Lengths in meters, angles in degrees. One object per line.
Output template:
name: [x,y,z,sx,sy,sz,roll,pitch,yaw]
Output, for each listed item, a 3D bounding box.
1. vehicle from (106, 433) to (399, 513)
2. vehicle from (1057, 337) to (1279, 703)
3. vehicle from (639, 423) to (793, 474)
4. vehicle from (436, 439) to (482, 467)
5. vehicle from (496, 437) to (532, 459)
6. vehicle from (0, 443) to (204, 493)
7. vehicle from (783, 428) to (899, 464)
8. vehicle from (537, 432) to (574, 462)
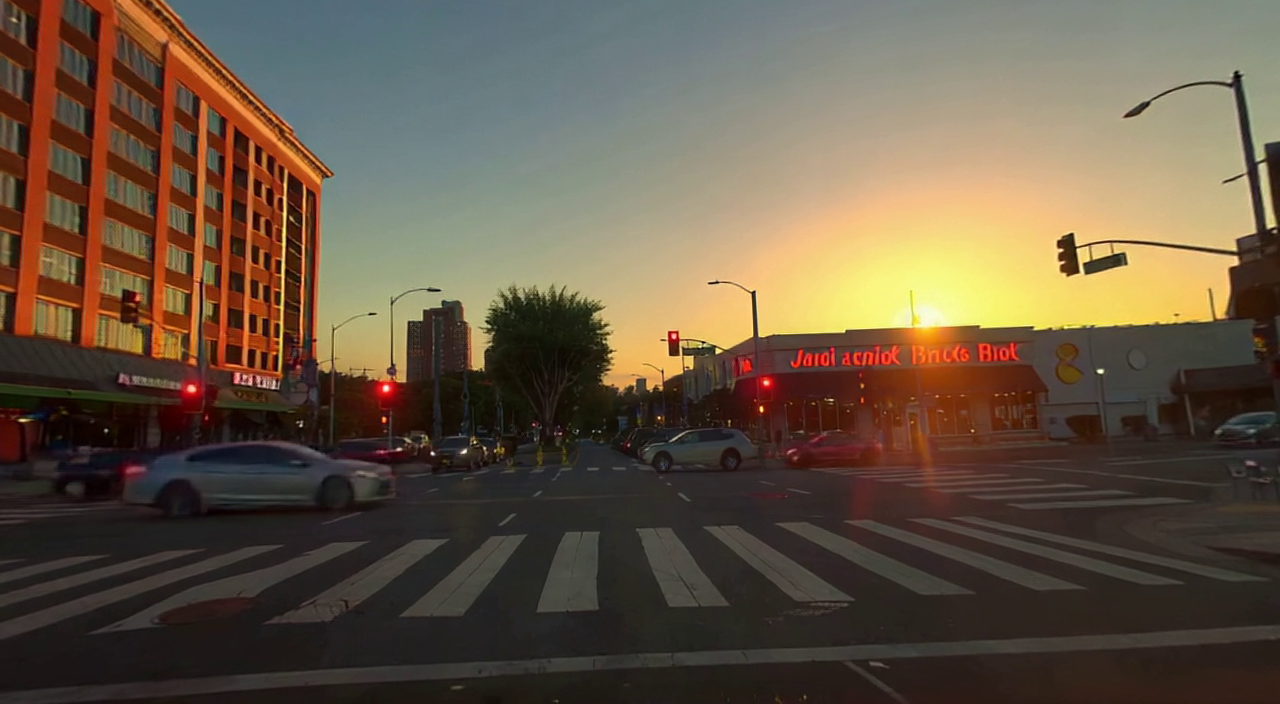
vehicle: [-7.745,2.450,13.125,4.758,1.480,1.849,1,-8,-8]
vehicle: [3.025,0.609,0.870,1.866,1.654,4.354,0,-8,-1]
vehicle: [2.380,3.110,20.497,4.612,1.521,1.811,1,-9,-9]
vehicle: [-10.893,6.094,38.249,1.885,1.545,4.124,1,-8,-6]
vehicle: [-8.624,6.624,43.529,1.906,1.402,4.904,0,-8,-5]
vehicle: [-17.113,3.680,20.344,4.643,1.476,1.820,1,-9,-8]
vehicle: [8.695,4.081,27.479,4.475,1.458,1.681,1,-9,-8]
vehicle: [-5.100,5.802,38.633,1.976,1.683,4.117,0,-8,-4]
